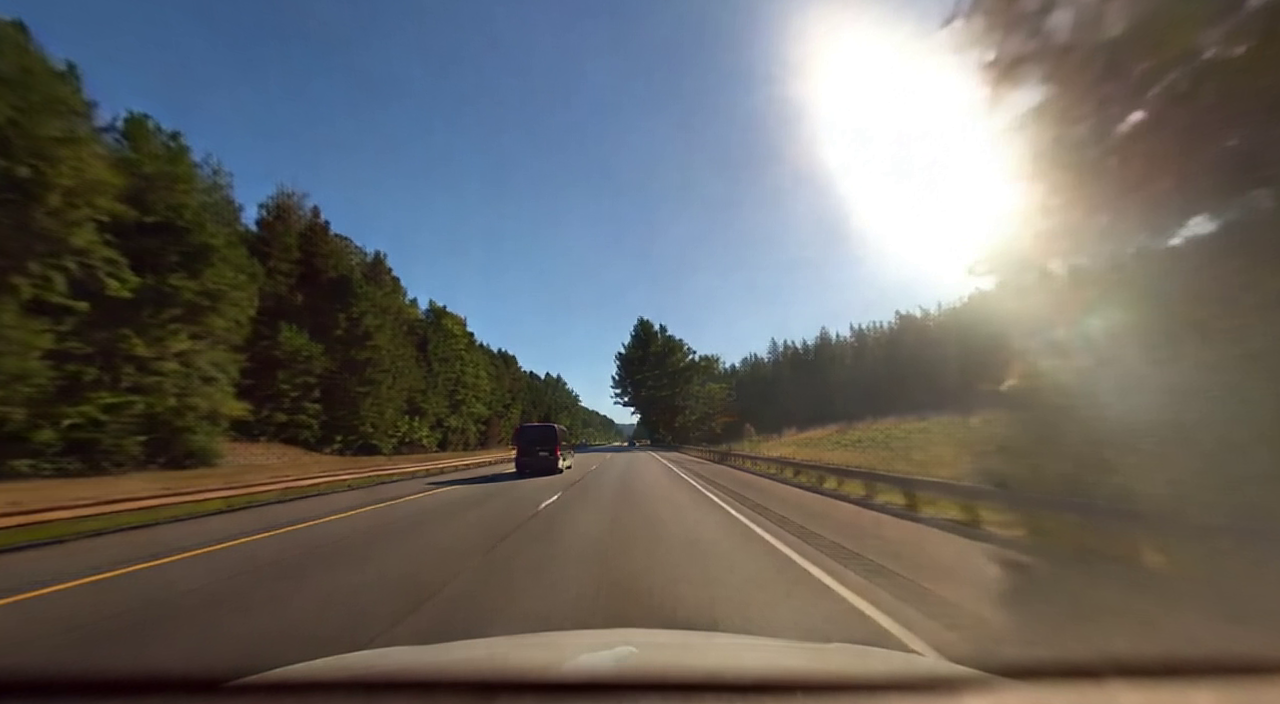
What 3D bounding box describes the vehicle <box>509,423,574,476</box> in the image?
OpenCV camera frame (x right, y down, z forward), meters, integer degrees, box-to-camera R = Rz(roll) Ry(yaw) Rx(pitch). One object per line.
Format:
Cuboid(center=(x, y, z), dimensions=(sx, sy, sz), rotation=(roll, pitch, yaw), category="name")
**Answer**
Cuboid(center=(-4.053, 4.100, 26.689), dimensions=(1.976, 2.029, 4.737), rotation=(-1, -8, 0), category="vehicle")
